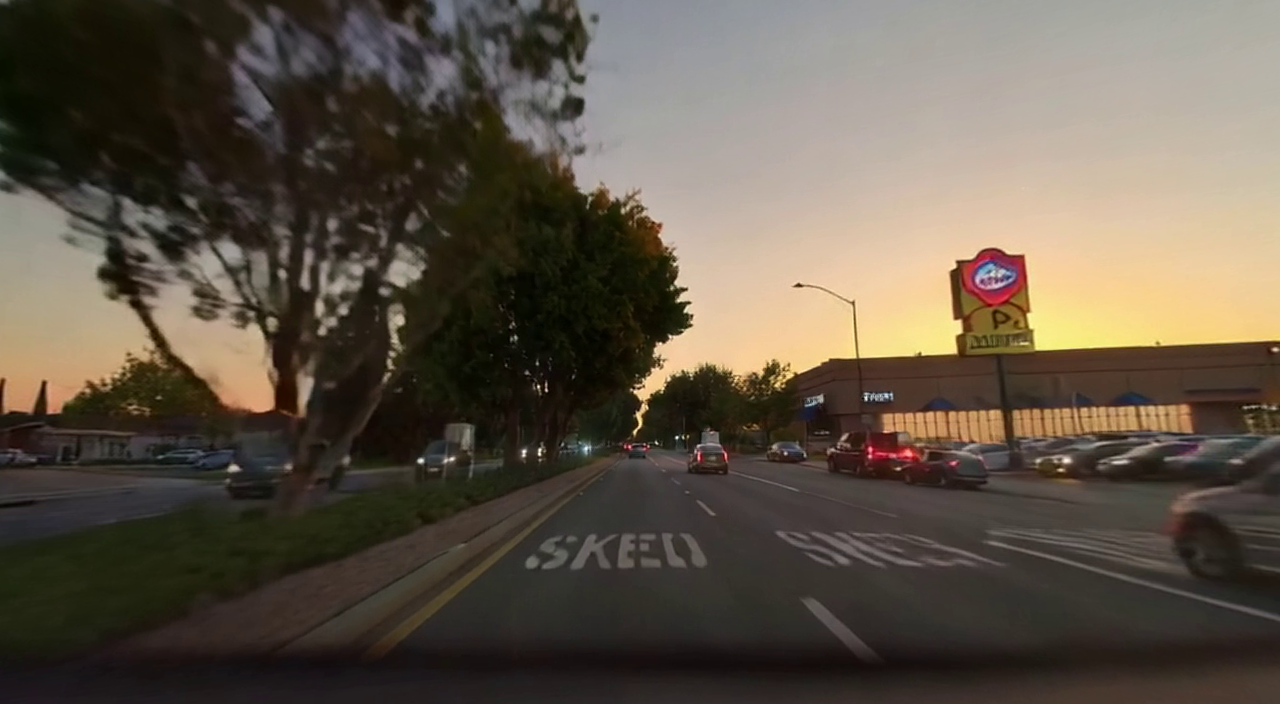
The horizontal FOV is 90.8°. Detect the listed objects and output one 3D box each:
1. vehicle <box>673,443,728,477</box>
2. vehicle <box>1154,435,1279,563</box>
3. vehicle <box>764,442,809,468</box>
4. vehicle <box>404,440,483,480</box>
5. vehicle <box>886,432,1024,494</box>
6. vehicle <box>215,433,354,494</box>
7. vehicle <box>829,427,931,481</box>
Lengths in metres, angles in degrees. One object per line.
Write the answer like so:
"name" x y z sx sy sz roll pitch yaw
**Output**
"vehicle" 2.720 4.999 29.502 2.099 1.463 4.365 0 -8 -1
"vehicle" 8.469 1.628 6.803 1.924 1.488 4.687 0 -9 0
"vehicle" 10.298 7.255 44.679 1.987 1.746 4.569 0 -9 -1
"vehicle" -8.594 4.747 28.083 2.023 1.579 4.526 0 -9 0
"vehicle" 10.295 3.660 21.218 2.045 1.831 5.000 0 -9 0
"vehicle" -11.788 3.710 21.415 2.040 1.823 4.600 0 -9 0
"vehicle" 10.298 4.457 27.748 2.154 2.099 5.756 0 -9 -1
